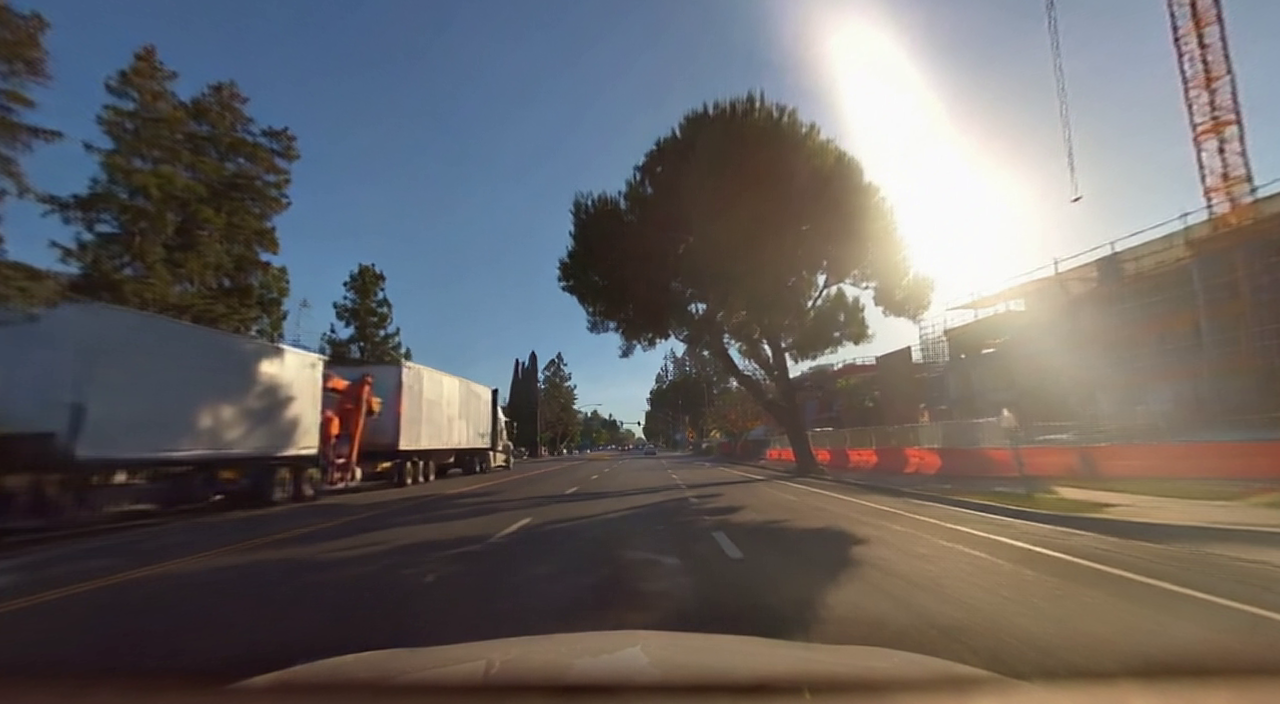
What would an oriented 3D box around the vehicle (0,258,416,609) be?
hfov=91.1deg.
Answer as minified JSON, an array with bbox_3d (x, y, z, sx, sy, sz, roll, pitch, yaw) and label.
[{"bbox_3d":[-7.398,1.475,11.168,3.032,3.524,9.640,-1,-8,2],"label":"vehicle"}]
